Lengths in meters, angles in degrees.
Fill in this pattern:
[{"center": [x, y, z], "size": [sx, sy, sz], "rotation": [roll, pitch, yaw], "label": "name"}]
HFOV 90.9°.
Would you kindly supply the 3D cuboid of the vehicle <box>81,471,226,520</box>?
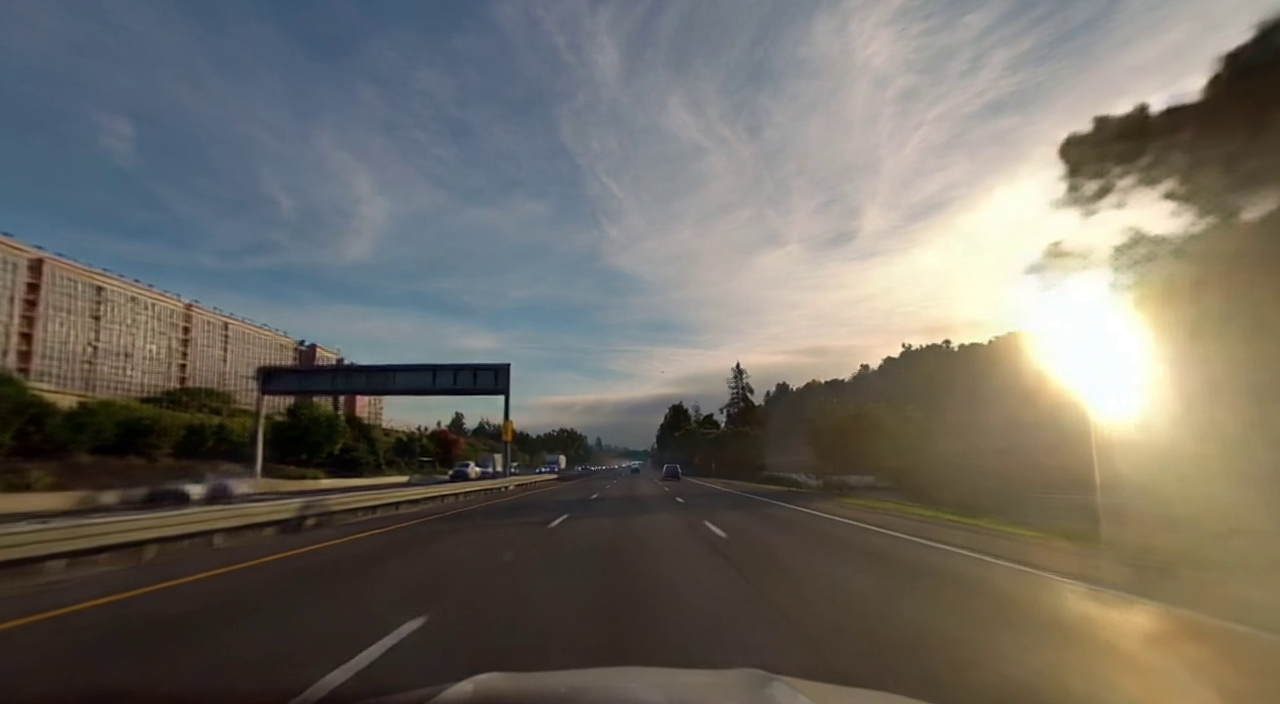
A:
[{"center": [-16.007, 4.704, 21.010], "size": [1.878, 1.427, 3.636], "rotation": [1, -11, 0], "label": "vehicle"}]
